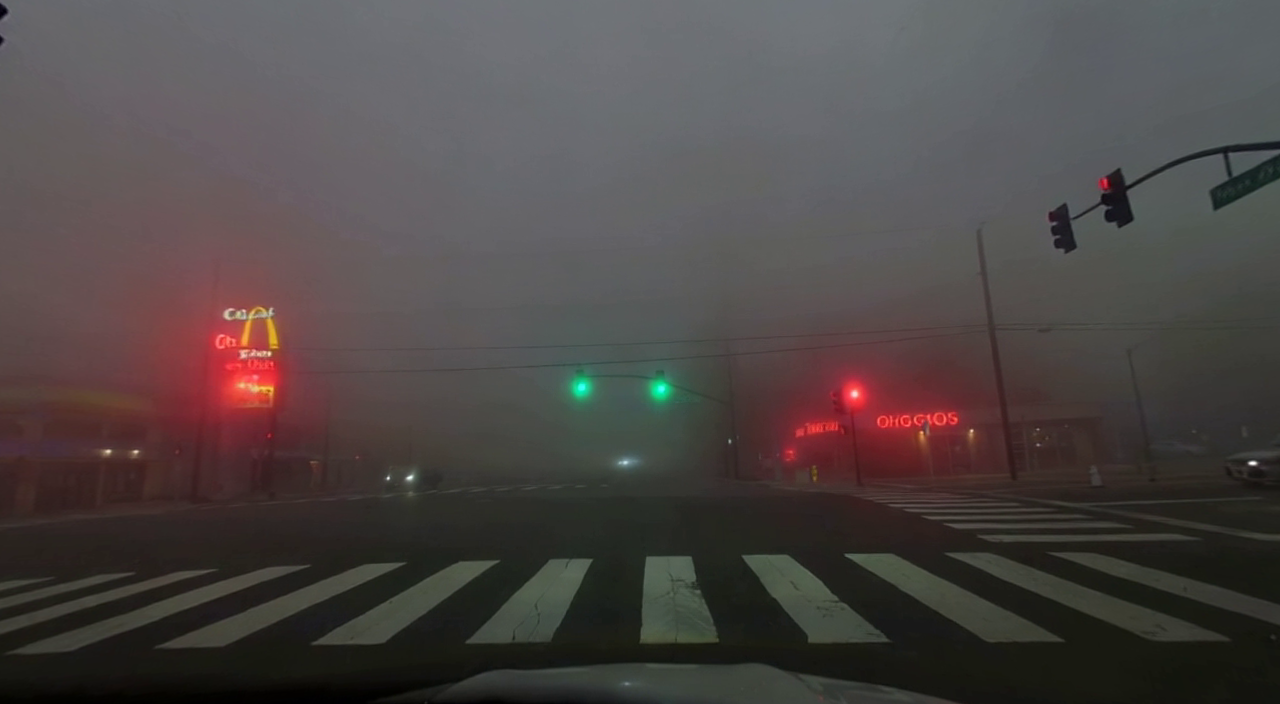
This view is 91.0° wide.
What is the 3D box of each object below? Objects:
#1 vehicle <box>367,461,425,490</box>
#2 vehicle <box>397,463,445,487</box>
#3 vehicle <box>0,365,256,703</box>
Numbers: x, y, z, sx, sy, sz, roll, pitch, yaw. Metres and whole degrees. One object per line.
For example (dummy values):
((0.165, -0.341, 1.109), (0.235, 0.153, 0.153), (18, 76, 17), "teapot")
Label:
((-19.192, 9.713, 49.810), (2.227, 2.033, 5.614), (0, -9, 2), "vehicle")
((-15.730, 8.831, 45.414), (1.931, 1.471, 4.152), (0, -9, 0), "vehicle")
((-3.415, 0.743, 1.414), (2.081, 1.644, 4.523), (0, -9, 3), "vehicle")
